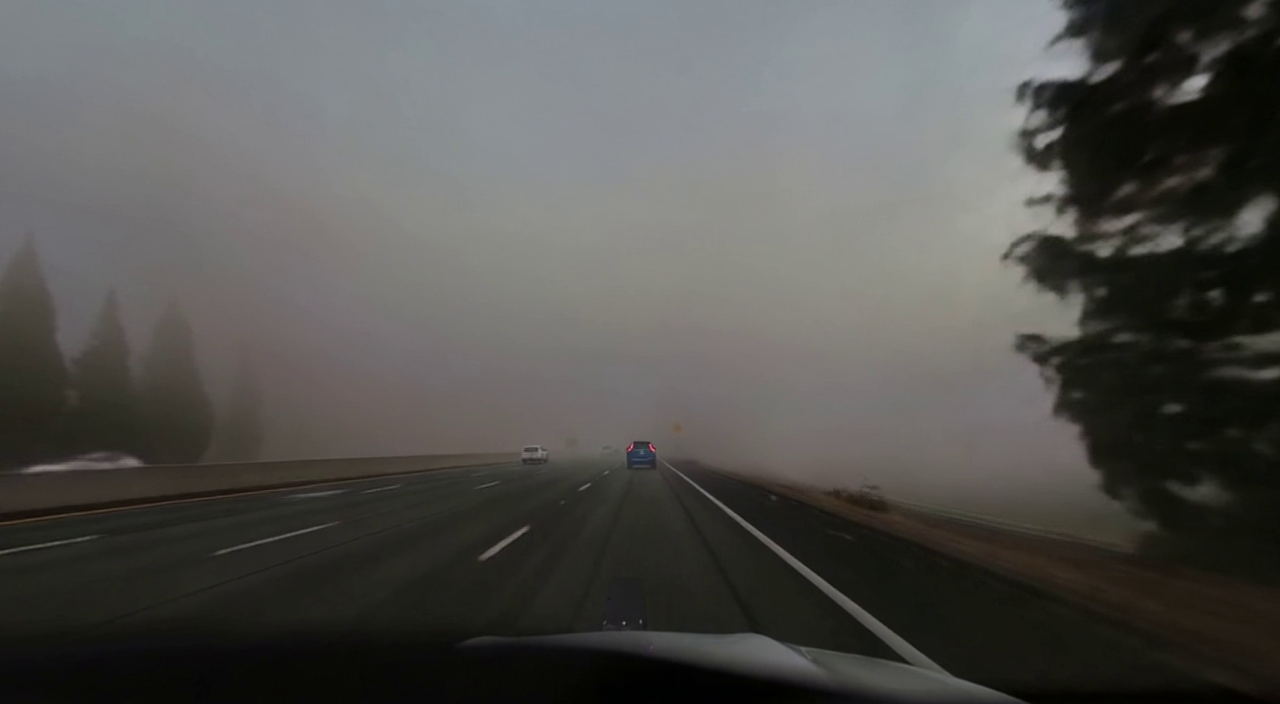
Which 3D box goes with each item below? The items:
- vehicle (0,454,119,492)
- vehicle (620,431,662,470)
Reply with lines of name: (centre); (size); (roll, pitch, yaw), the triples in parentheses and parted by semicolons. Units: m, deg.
vehicle: (-26.663, 5.505, 28.981); (1.796, 1.530, 4.250); (0, -8, 0)
vehicle: (0.049, 5.857, 37.511); (2.318, 2.145, 4.561); (0, -8, 0)
